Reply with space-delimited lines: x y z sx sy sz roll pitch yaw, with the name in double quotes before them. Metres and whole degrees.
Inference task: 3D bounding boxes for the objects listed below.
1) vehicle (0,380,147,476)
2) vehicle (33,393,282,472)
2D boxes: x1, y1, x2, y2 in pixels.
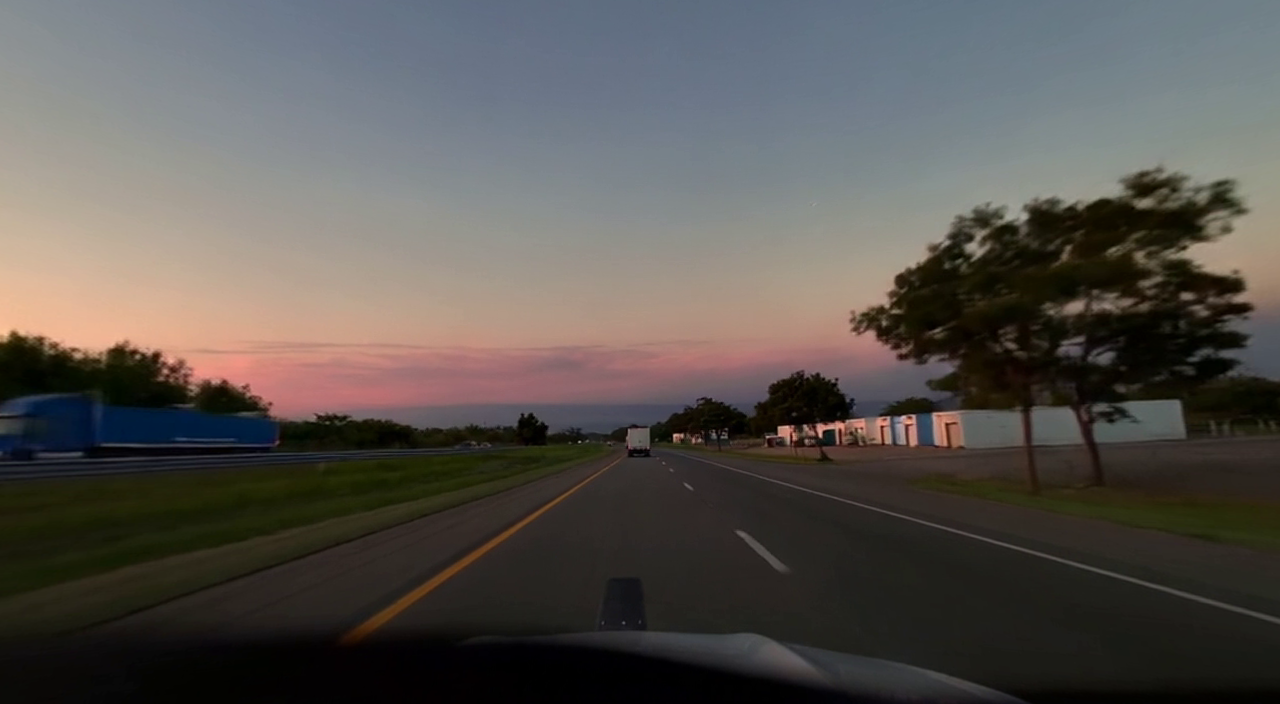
"vehicle" -28.794 3.796 30.634 3.044 4.044 7.981 0 -8 -1
"vehicle" -28.883 5.251 39.936 2.915 3.909 16.453 0 -8 0
